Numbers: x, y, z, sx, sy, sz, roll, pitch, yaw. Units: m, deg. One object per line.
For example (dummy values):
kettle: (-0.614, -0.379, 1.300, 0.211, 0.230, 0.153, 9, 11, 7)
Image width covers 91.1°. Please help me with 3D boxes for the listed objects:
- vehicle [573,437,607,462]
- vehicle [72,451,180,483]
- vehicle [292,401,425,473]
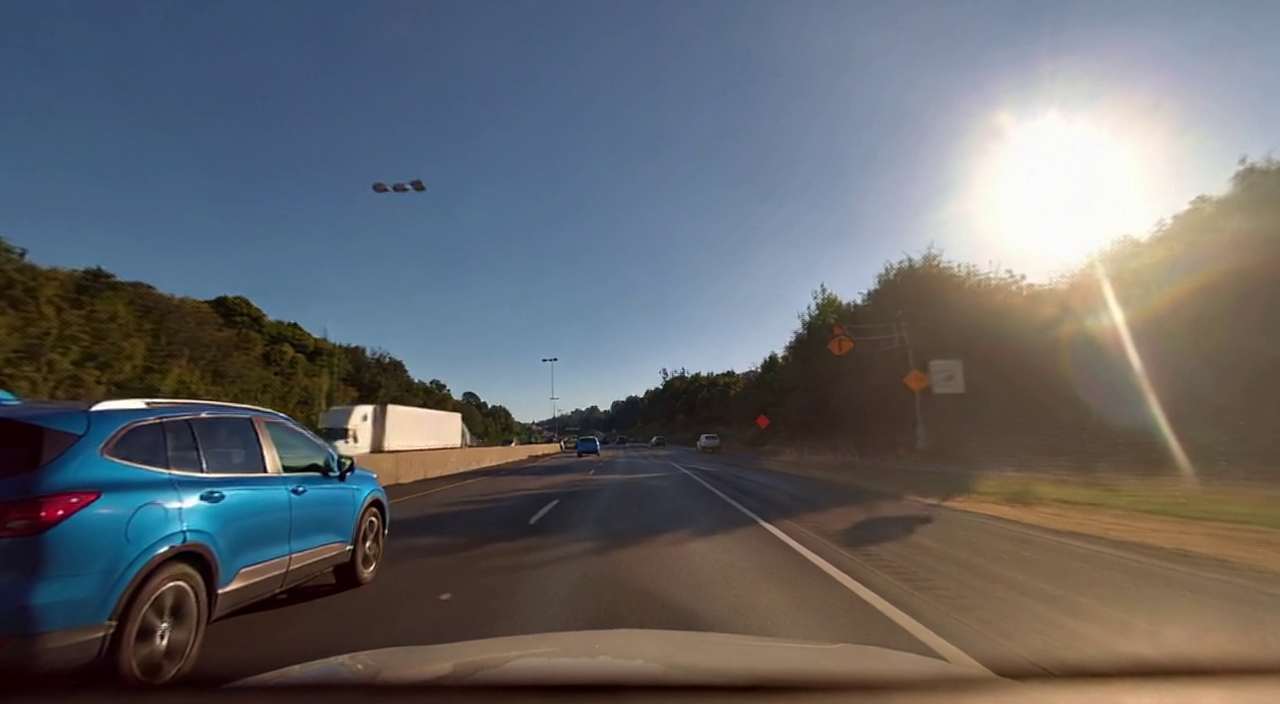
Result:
vehicle: (-3.495, 6.826, 44.302, 2.125, 1.662, 4.336, 0, -8, -1)
vehicle: (-27.192, 6.054, 33.440, 1.864, 1.494, 4.580, 0, -8, 0)
vehicle: (-16.623, 5.241, 38.426, 2.934, 3.737, 10.958, 0, -8, 1)
